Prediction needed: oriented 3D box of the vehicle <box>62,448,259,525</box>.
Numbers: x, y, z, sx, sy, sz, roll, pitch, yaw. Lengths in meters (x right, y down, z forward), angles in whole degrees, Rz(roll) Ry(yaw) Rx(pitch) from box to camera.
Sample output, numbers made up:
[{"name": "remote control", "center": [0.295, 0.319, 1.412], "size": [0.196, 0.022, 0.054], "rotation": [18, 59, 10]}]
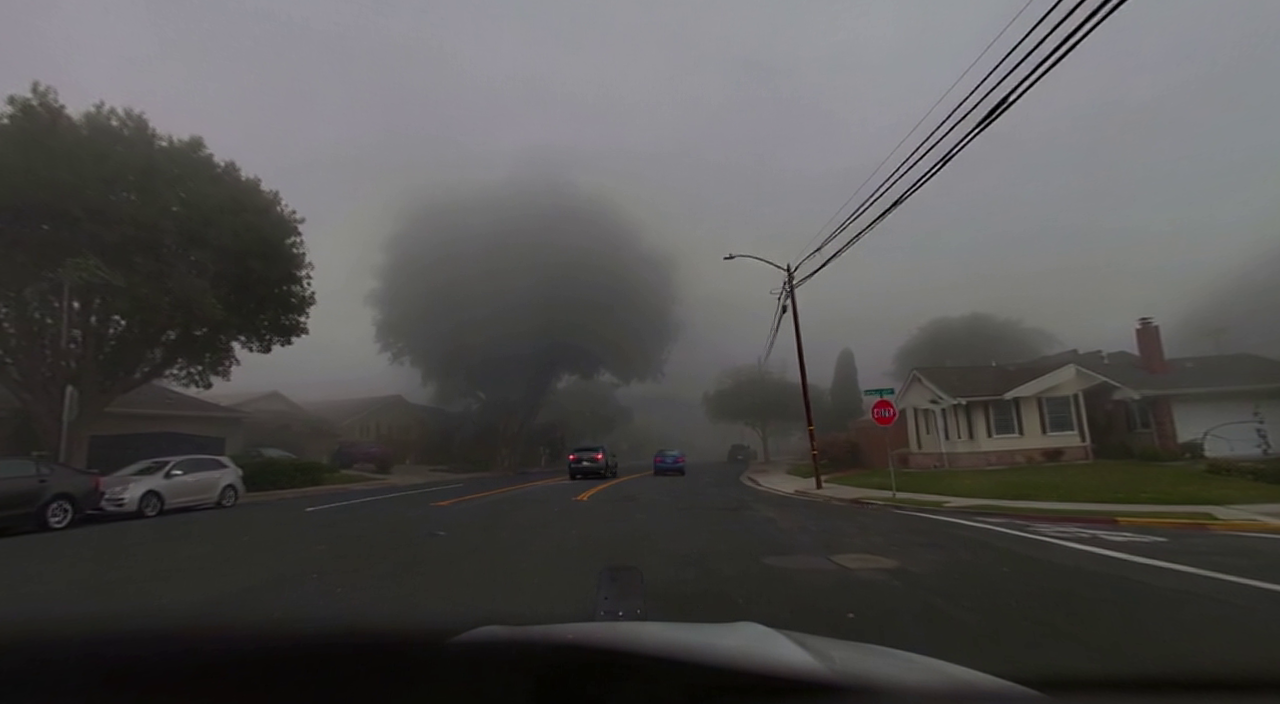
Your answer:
[{"name": "vehicle", "center": [-13.798, 3.890, 18.615], "size": [2.076, 1.864, 4.730], "rotation": [-3, -10, 1]}]

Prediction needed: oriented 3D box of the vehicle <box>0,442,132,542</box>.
[{"name": "vehicle", "center": [-14.124, 2.965, 13.064], "size": [2.191, 1.980, 5.888], "rotation": [-4, -8, 1]}]

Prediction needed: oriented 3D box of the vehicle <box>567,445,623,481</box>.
[{"name": "vehicle", "center": [-2.253, 5.754, 32.947], "size": [2.178, 1.695, 4.339], "rotation": [-1, -9, 6]}]

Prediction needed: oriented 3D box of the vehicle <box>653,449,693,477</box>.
[{"name": "vehicle", "center": [1.986, 6.331, 36.250], "size": [1.955, 1.459, 4.383], "rotation": [-1, -9, 7]}]
